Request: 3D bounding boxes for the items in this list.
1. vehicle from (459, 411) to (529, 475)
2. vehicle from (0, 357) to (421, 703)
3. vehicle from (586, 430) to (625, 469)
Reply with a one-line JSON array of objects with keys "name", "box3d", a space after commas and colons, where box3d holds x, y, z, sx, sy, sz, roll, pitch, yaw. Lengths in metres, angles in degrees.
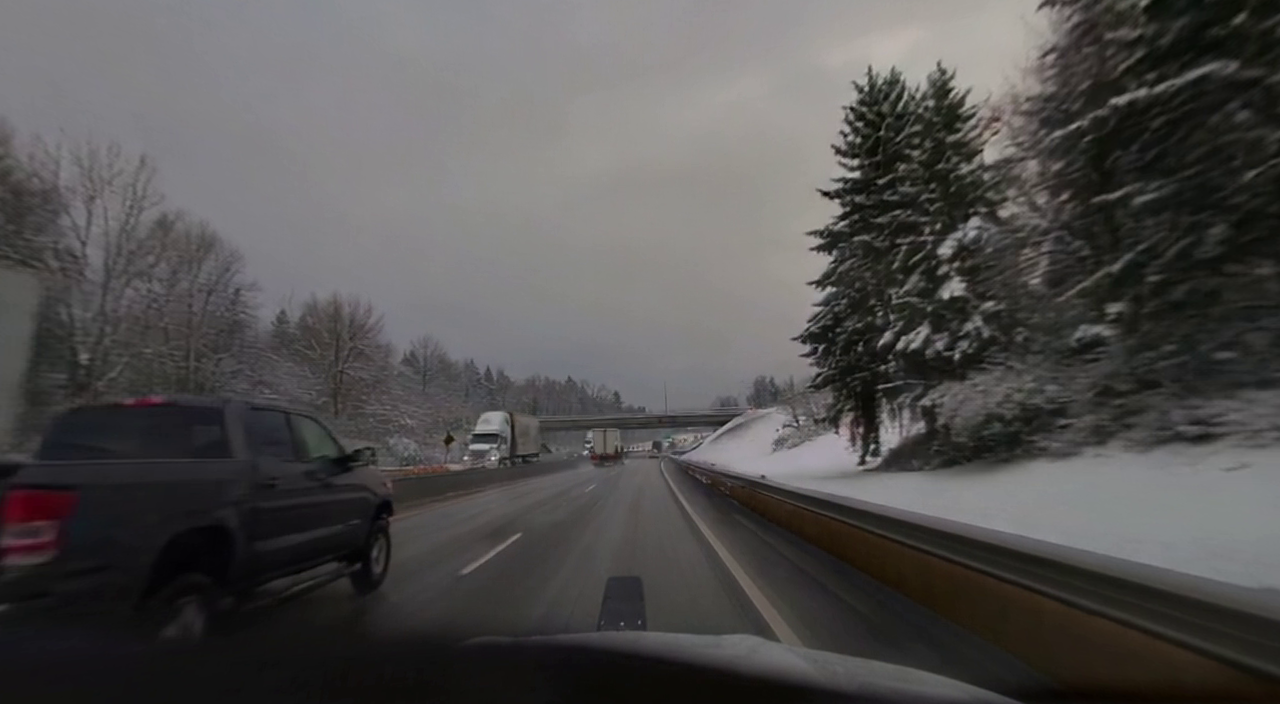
[{"name": "vehicle", "box3d": [-9.544, 6.067, 41.925, 3.012, 3.952, 5.836, -1, -9, 2]}, {"name": "vehicle", "box3d": [-3.316, 1.145, 4.290, 2.194, 1.648, 3.984, 0, -9, 0]}, {"name": "vehicle", "box3d": [-2.616, 7.626, 49.173, 2.565, 2.771, 6.641, 0, -9, 1]}]
